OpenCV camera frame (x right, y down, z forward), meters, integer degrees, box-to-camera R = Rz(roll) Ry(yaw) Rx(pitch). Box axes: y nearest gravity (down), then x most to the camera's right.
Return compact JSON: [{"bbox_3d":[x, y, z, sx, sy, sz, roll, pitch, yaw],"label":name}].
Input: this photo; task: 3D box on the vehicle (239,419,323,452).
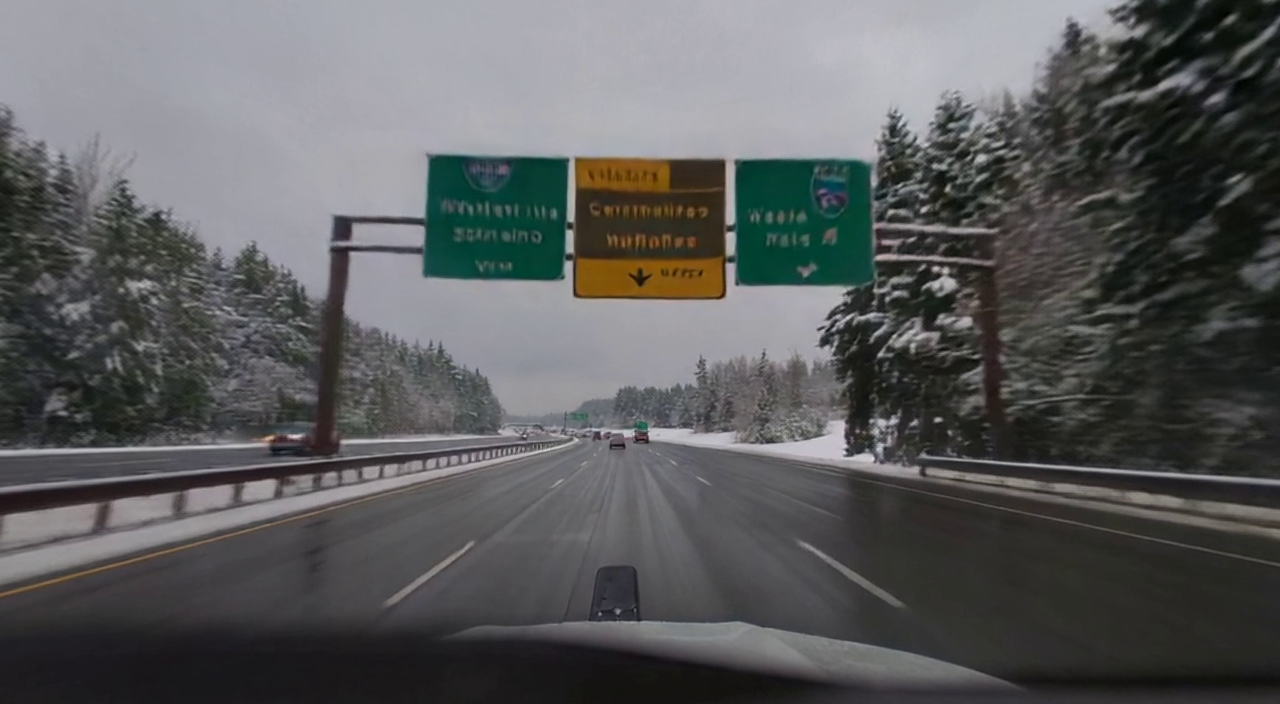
[{"bbox_3d":[-17.406,4.067,30.770,1.803,1.503,4.012,0,-7,-2],"label":"vehicle"}]
